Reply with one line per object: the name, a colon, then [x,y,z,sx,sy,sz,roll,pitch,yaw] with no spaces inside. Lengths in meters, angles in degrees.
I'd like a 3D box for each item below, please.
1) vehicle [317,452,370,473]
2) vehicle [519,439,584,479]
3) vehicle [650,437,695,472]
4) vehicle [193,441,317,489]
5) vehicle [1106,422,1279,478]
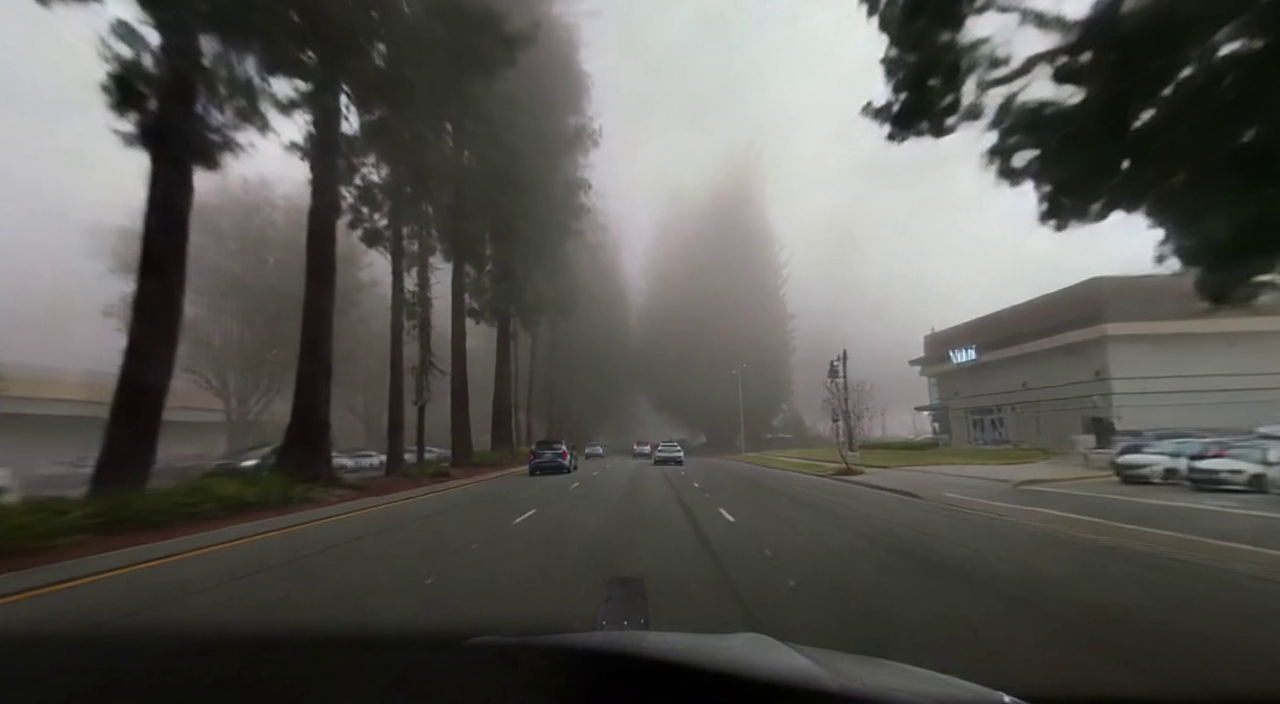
vehicle: [-22.624,8.427,48.287,1.905,1.483,4.479,0,-8,0]
vehicle: [-3.544,4.361,25.977,1.908,1.481,4.536,0,-8,1]
vehicle: [1.520,4.986,30.801,1.922,1.579,3.642,0,-8,-2]
vehicle: [-15.863,4.655,26.368,2.060,1.777,4.860,0,-8,1]
vehicle: [15.671,2.775,17.942,1.823,1.413,3.884,0,-8,0]
